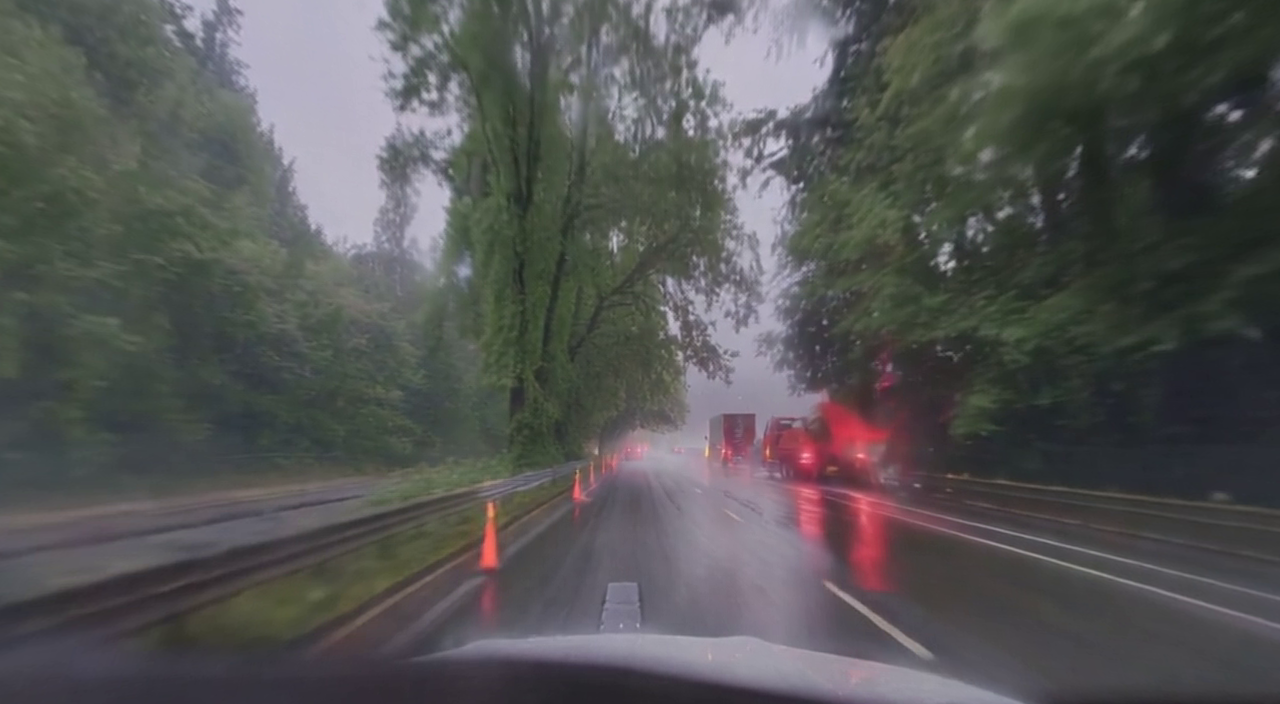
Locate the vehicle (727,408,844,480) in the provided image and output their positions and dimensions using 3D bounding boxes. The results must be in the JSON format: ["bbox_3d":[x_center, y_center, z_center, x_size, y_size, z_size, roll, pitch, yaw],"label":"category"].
[{"bbox_3d":[6.388,4.125,28.362,2.390,2.899,4.603,6,-10,-35],"label":"vehicle"}]
